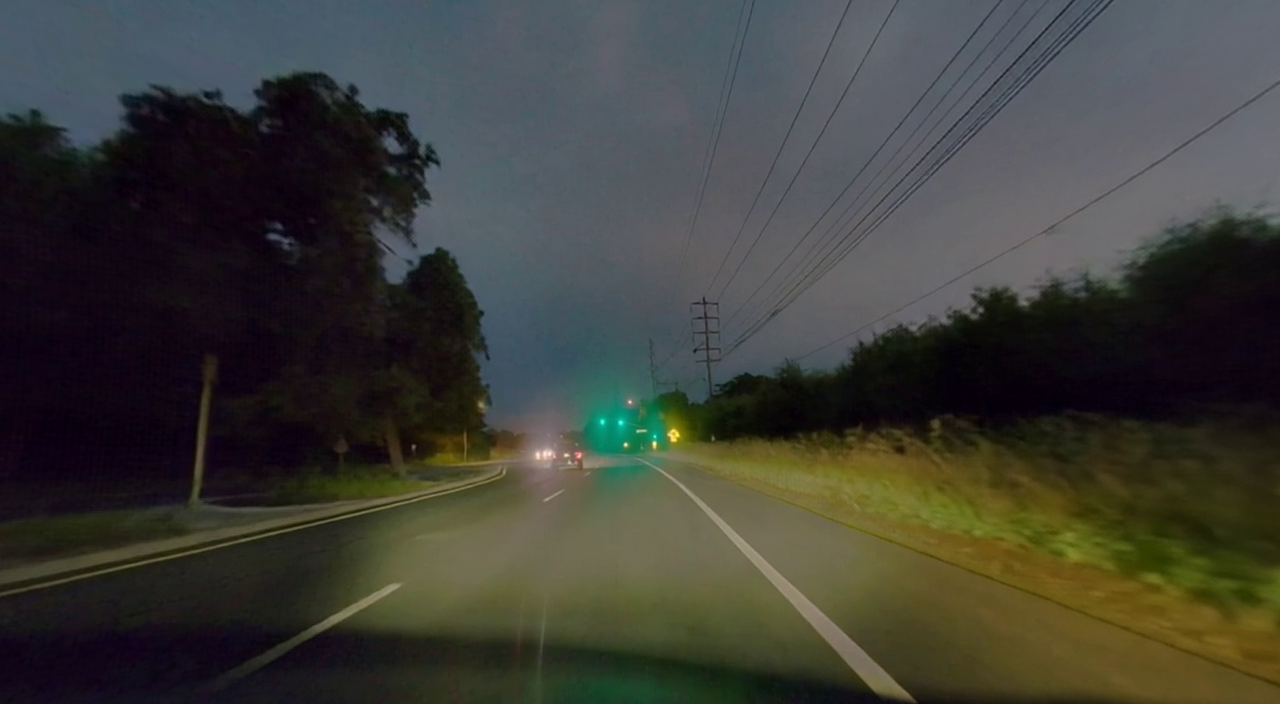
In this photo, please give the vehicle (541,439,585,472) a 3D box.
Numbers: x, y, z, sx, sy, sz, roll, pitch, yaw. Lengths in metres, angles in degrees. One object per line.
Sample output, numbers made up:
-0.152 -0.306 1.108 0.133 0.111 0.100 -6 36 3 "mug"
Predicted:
-4.794 6.536 40.080 2.246 1.885 5.275 0 -9 -2 "vehicle"
